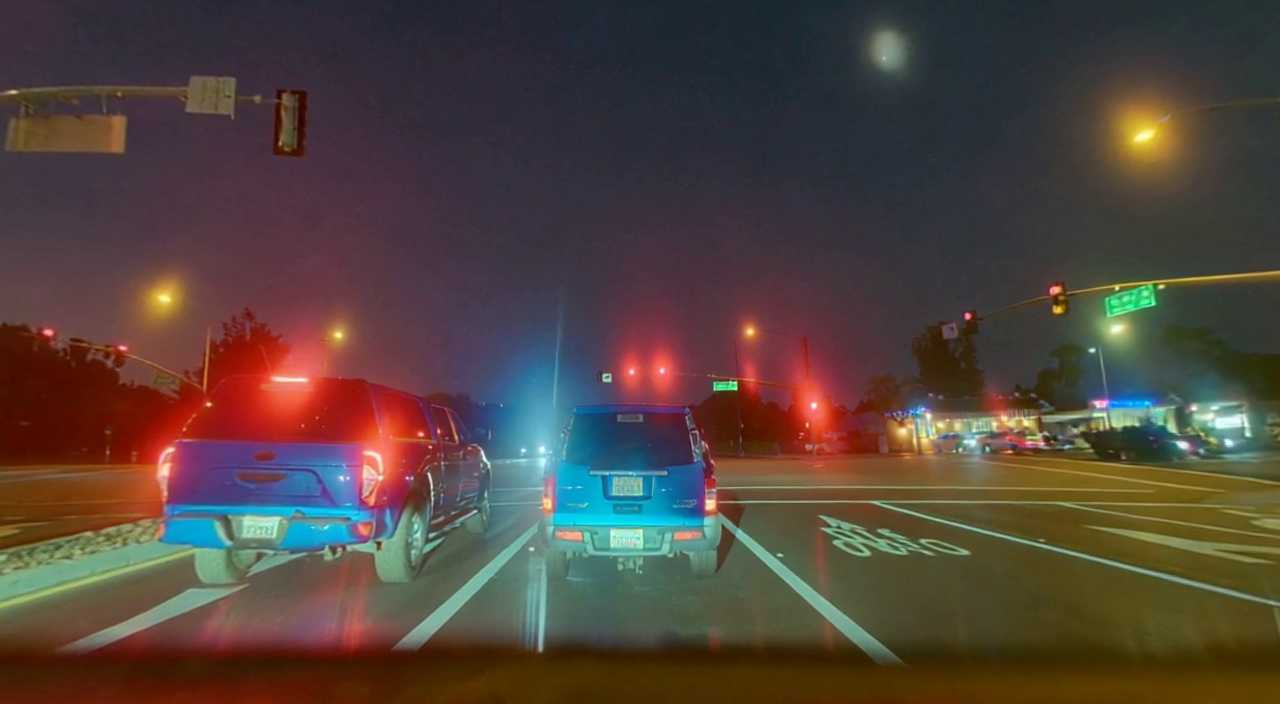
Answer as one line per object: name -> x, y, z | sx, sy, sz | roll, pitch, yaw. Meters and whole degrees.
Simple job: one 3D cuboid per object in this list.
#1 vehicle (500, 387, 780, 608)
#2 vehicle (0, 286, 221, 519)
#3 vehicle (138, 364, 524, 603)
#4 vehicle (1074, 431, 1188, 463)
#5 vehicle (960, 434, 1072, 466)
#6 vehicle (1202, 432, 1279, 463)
vehicle -> -0.047, 1.494, 7.396 | 2.204, 1.738, 4.690 | 0, -8, -1
vehicle -> -12.464, 0.918, 11.101 | 3.048, 3.927, 10.755 | 0, -8, -3
vehicle -> -2.952, 1.413, 7.597 | 2.220, 1.926, 4.870 | 0, -8, -1
vehicle -> 27.952, 5.407, 35.846 | 4.849, 1.759, 2.041 | 0, -8, -3
vehicle -> 19.327, 5.051, 32.393 | 4.624, 1.601, 1.871 | 0, -8, -3
vehicle -> 35.883, 5.519, 36.307 | 4.714, 1.754, 2.041 | 0, -8, -1
